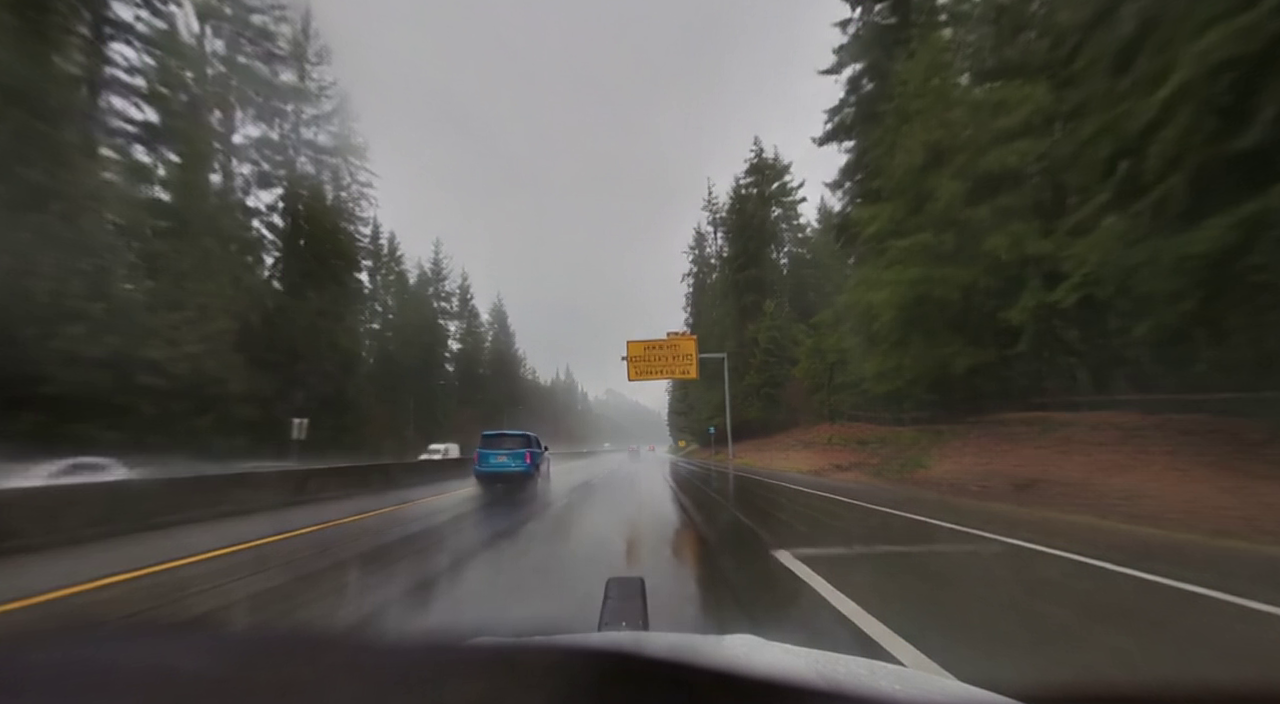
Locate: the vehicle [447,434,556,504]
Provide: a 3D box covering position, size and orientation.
[{"bbox_3d":[-3.848,3.332,18.428,2.084,1.752,4.479,-1,-9,1],"label":"vehicle"}]
